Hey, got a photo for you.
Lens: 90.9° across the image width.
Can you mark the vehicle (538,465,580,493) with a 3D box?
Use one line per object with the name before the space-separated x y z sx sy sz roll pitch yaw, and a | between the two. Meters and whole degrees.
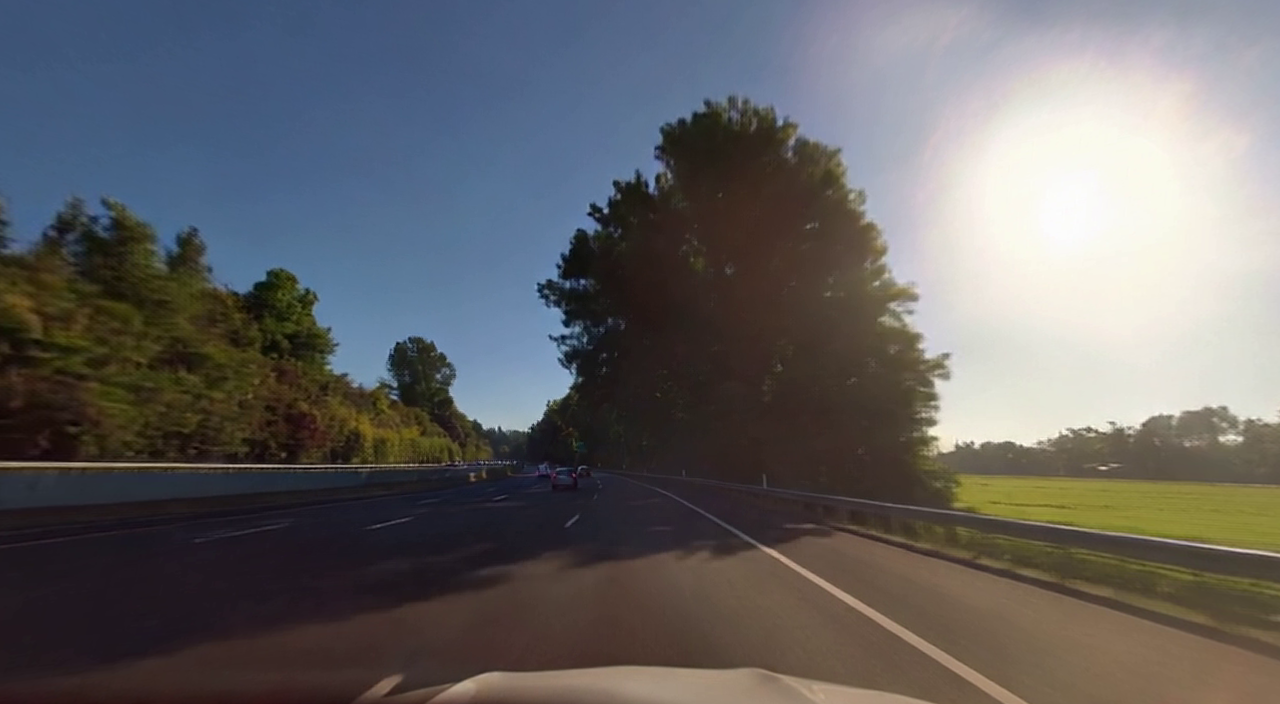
vehicle | -4.868 7.715 38.377 2.115 1.546 4.638 1 -11 -2
